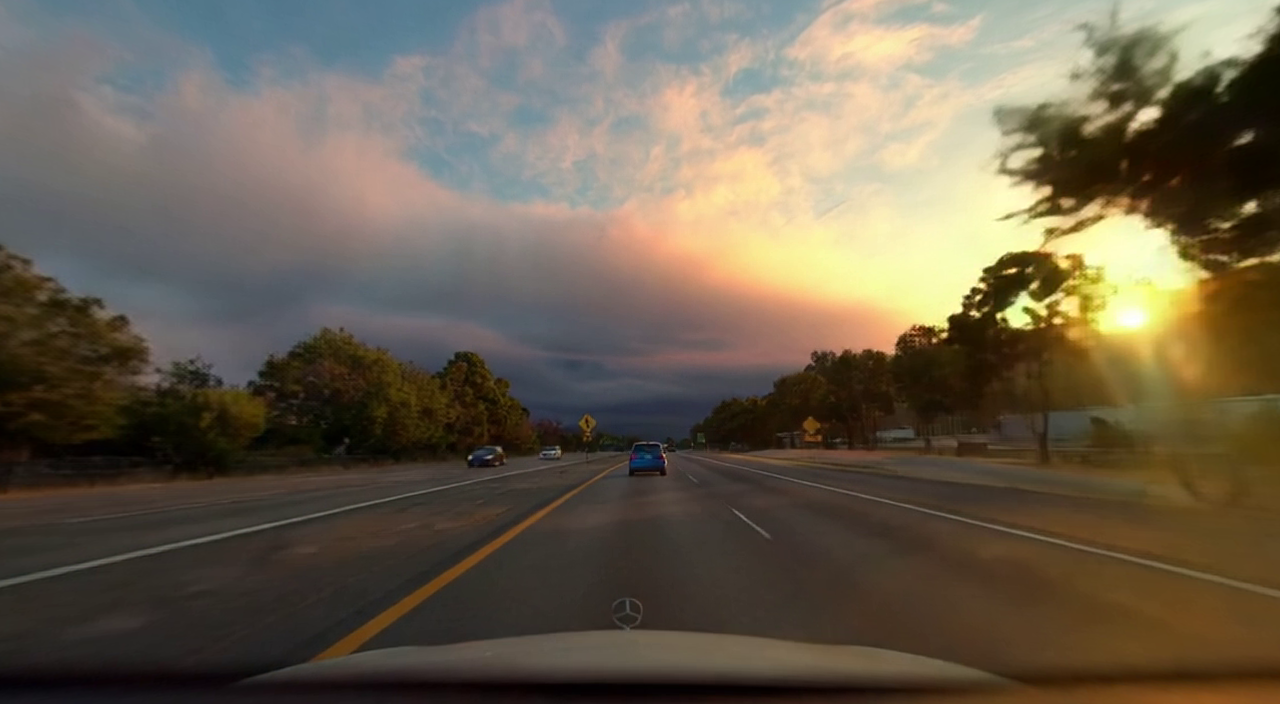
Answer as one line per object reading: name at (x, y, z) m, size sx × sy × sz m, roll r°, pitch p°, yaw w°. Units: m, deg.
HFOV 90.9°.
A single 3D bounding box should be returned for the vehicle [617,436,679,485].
vehicle at (0.283, 4.122, 24.211) m, size 2.190 × 1.706 × 4.062 m, roll 0°, pitch -9°, yaw 0°
